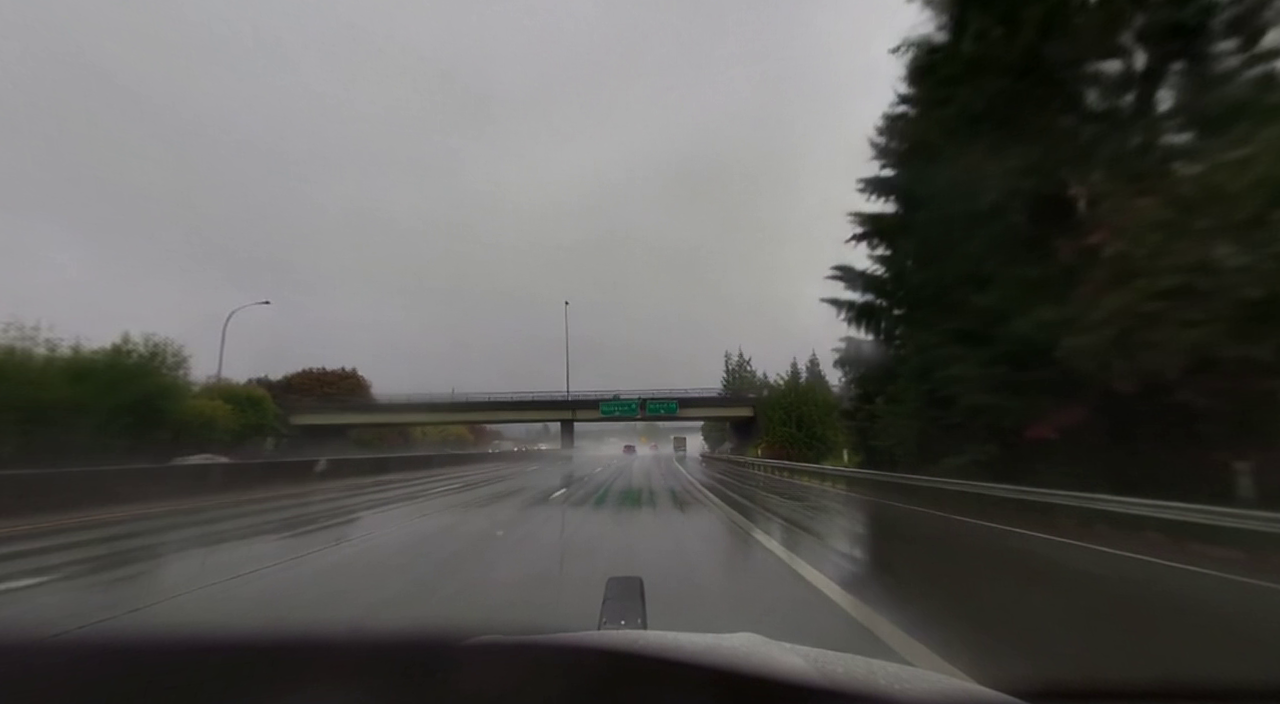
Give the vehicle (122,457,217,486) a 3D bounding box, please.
[{"bbox_3d":[-26.417,6.709,35.606,1.842,1.435,4.682,0,-9,-2],"label":"vehicle"}]
